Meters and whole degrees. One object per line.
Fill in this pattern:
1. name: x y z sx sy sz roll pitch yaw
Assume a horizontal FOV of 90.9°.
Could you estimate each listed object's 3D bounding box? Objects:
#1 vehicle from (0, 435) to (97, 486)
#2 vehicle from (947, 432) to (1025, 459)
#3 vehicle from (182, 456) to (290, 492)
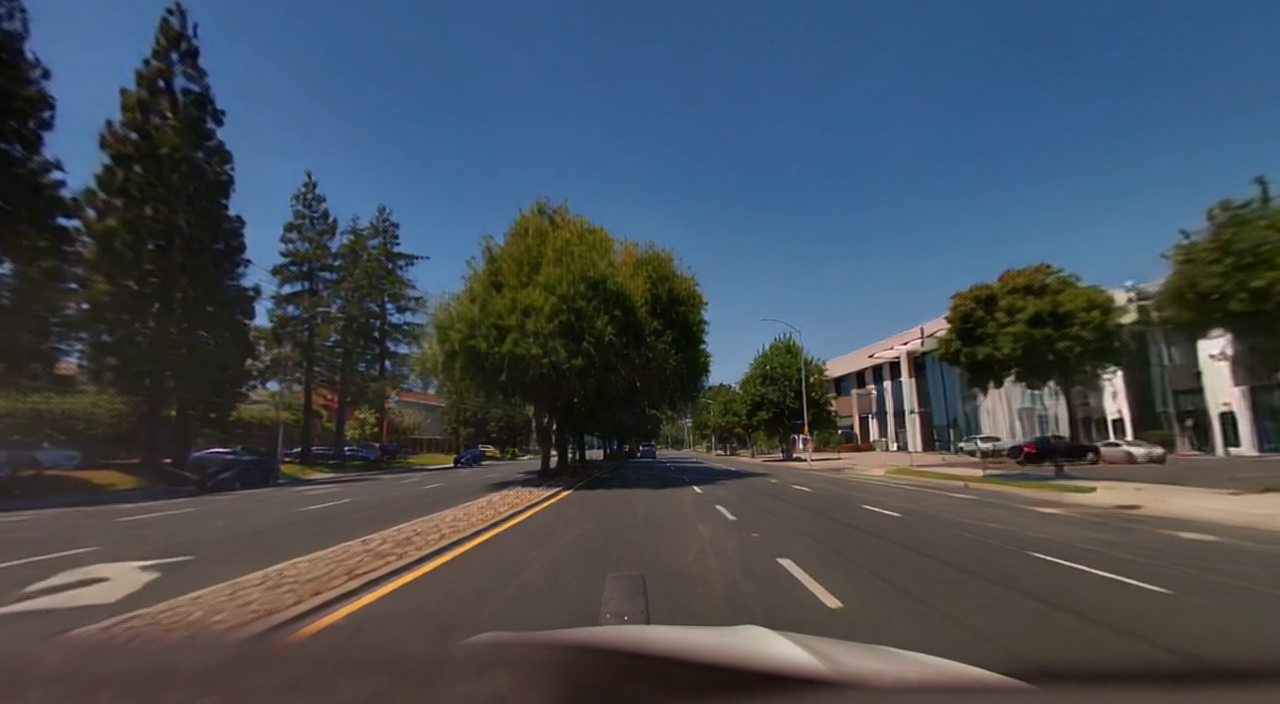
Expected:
1. vehicle: -28.209 4.865 28.597 5.585 2.094 2.476 -2 -9 15
2. vehicle: 23.253 6.318 42.614 2.217 1.737 4.962 1 -8 -3
3. vehicle: -18.833 5.694 29.719 1.815 1.453 4.870 0 -8 1
